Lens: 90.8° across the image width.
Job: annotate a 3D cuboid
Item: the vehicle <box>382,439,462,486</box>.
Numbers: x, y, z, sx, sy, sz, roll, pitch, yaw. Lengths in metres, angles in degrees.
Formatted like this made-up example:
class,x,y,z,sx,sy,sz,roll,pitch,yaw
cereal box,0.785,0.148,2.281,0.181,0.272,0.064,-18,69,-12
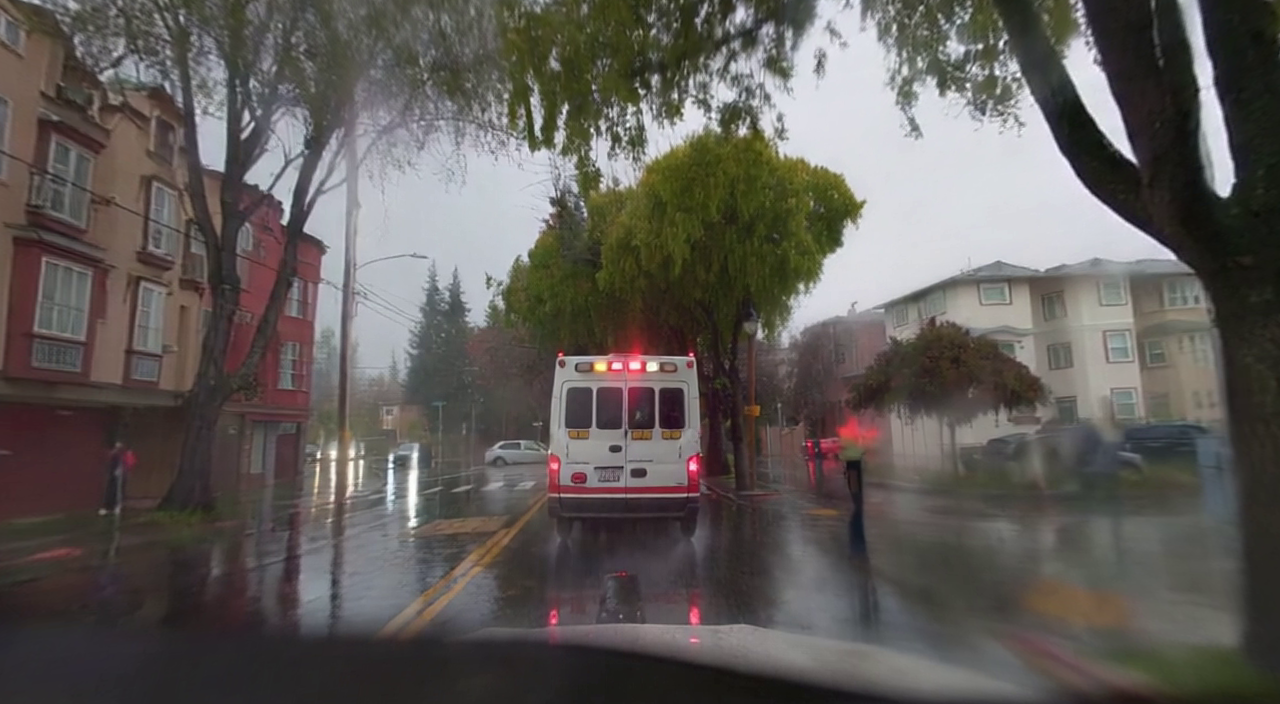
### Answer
class,x,y,z,sx,sy,sz,roll,pitch,yaw
vehicle,-9.289,4.573,26.609,2.290,1.776,4.947,4,-10,-28

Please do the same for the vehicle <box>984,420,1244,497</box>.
class,x,y,z,sx,sy,sz,roll,pitch,yaw
vehicle,13.088,2.995,17.926,5.270,1.966,2.329,-2,-9,11

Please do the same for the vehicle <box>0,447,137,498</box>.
class,x,y,z,sx,sy,sz,roll,pitch,yaw
vehicle,-18.893,3.758,19.847,4.412,1.468,1.914,0,-8,-3

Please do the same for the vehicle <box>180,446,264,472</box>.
class,x,y,z,sx,sy,sz,roll,pitch,yaw
vehicle,-29.656,7.582,45.023,4.616,1.738,1.974,3,-9,-23

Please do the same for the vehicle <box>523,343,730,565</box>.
class,x,y,z,sx,sy,sz,roll,pitch,yaw
vehicle,-0.180,1.595,10.342,2.444,2.640,5.482,0,-8,0
